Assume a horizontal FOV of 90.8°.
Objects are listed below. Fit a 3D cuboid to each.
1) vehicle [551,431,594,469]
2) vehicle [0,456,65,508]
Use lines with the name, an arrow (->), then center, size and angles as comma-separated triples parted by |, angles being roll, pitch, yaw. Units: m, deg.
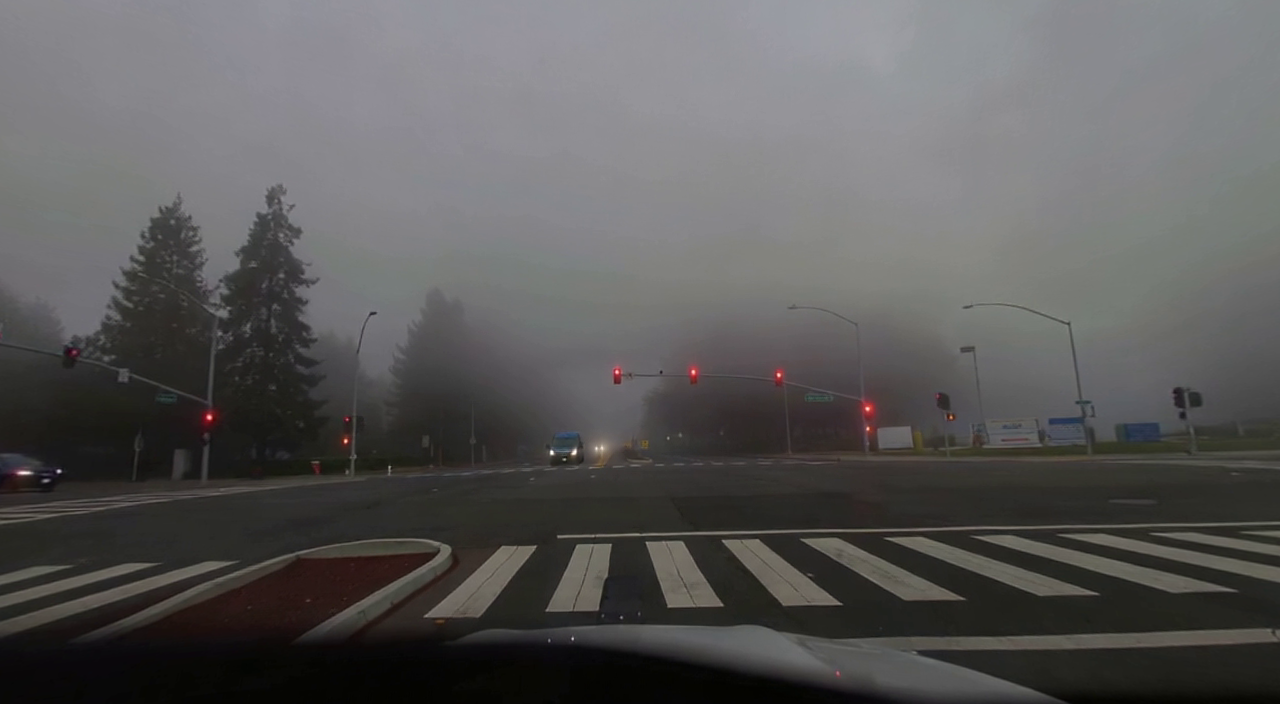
vehicle -> -4.608, 6.772, 43.887 | 2.465, 2.404, 5.791 | 0, -8, -1
vehicle -> -34.593, 6.937, 34.245 | 5.861, 2.543, 2.529 | -4, -9, 22
